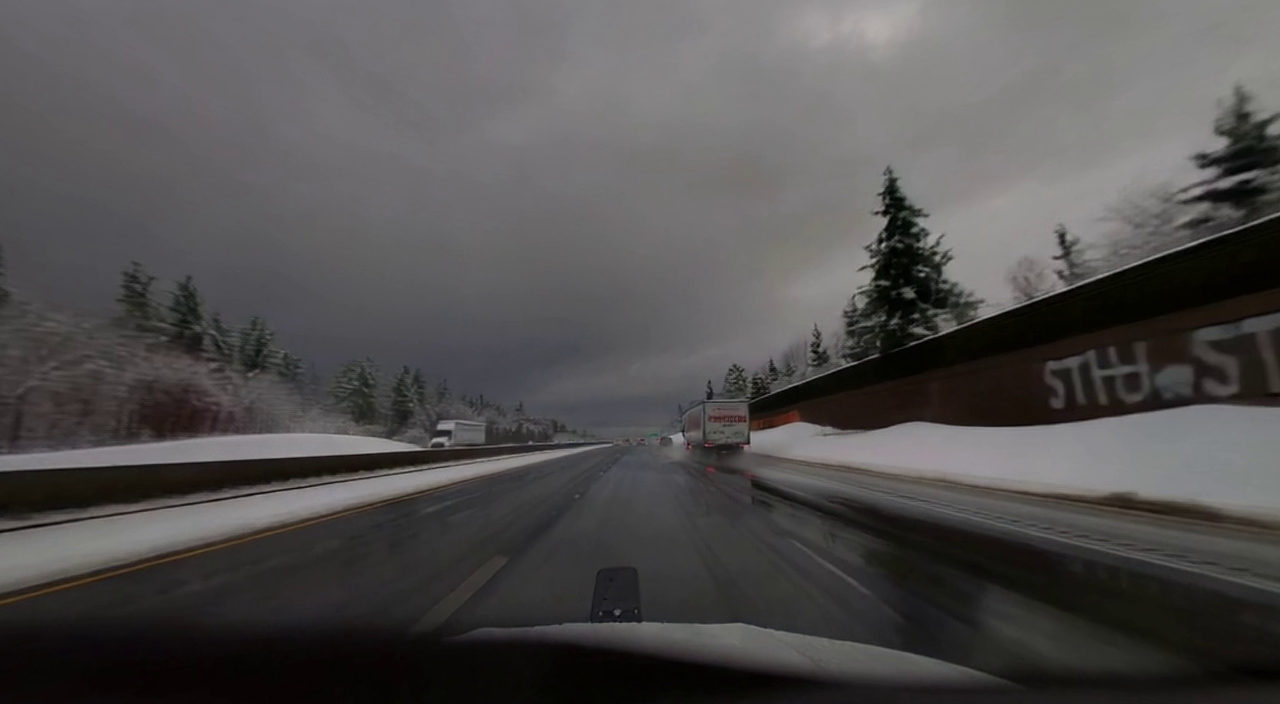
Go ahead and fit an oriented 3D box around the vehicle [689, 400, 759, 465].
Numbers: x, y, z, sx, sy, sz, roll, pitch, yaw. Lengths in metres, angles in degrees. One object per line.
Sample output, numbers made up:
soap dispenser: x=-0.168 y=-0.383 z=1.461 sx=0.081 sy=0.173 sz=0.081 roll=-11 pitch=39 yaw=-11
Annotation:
vehicle: x=4.997 y=5.103 z=39.526 sx=2.949 sy=3.470 sz=10.539 roll=-1 pitch=-8 yaw=0
